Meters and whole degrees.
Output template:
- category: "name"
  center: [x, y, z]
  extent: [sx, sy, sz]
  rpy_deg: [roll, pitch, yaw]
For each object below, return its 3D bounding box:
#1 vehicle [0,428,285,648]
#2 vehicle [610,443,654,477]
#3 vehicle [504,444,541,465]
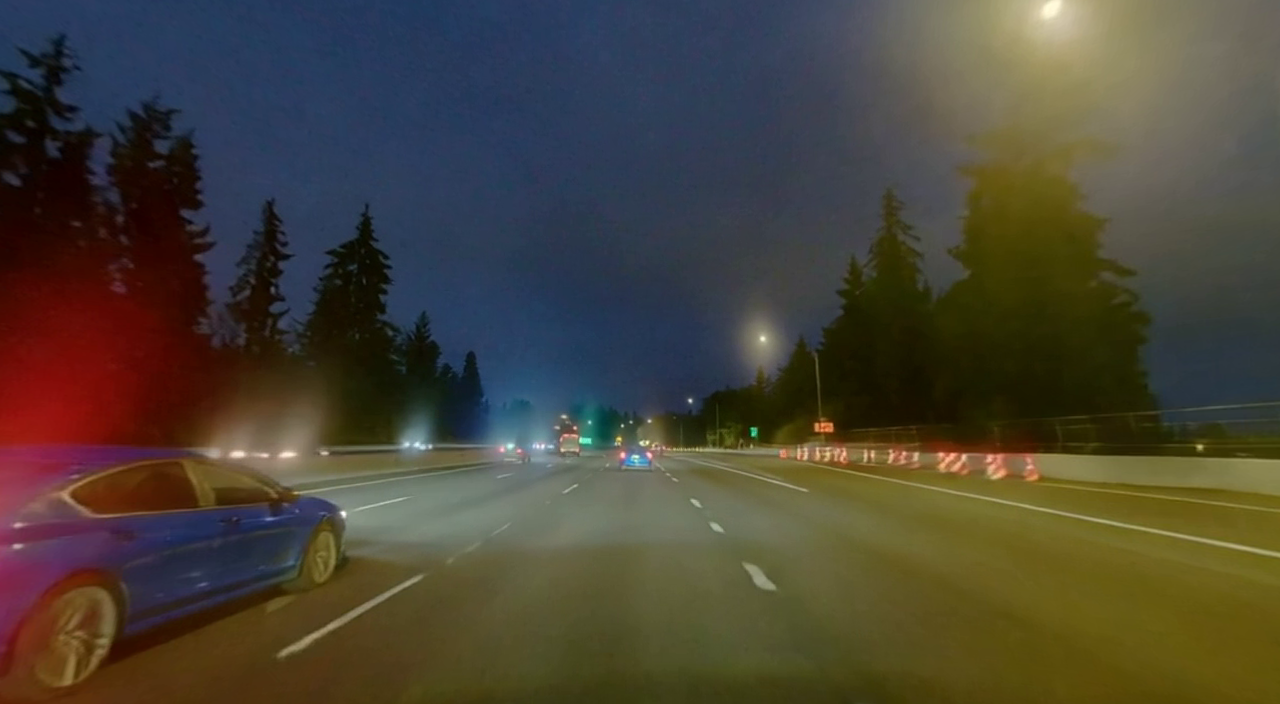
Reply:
- category: "vehicle"
  center: [-5.144, 1.345, 4.992]
  extent: [2.001, 1.415, 4.360]
  rpy_deg: [0, -8, 2]
- category: "vehicle"
  center: [-0.364, 5.125, 30.189]
  extent: [1.963, 1.462, 4.681]
  rpy_deg: [0, -8, 0]
- category: "vehicle"
  center: [-8.604, 7.540, 46.327]
  extent: [1.946, 1.472, 4.472]
  rpy_deg: [0, -8, 0]
